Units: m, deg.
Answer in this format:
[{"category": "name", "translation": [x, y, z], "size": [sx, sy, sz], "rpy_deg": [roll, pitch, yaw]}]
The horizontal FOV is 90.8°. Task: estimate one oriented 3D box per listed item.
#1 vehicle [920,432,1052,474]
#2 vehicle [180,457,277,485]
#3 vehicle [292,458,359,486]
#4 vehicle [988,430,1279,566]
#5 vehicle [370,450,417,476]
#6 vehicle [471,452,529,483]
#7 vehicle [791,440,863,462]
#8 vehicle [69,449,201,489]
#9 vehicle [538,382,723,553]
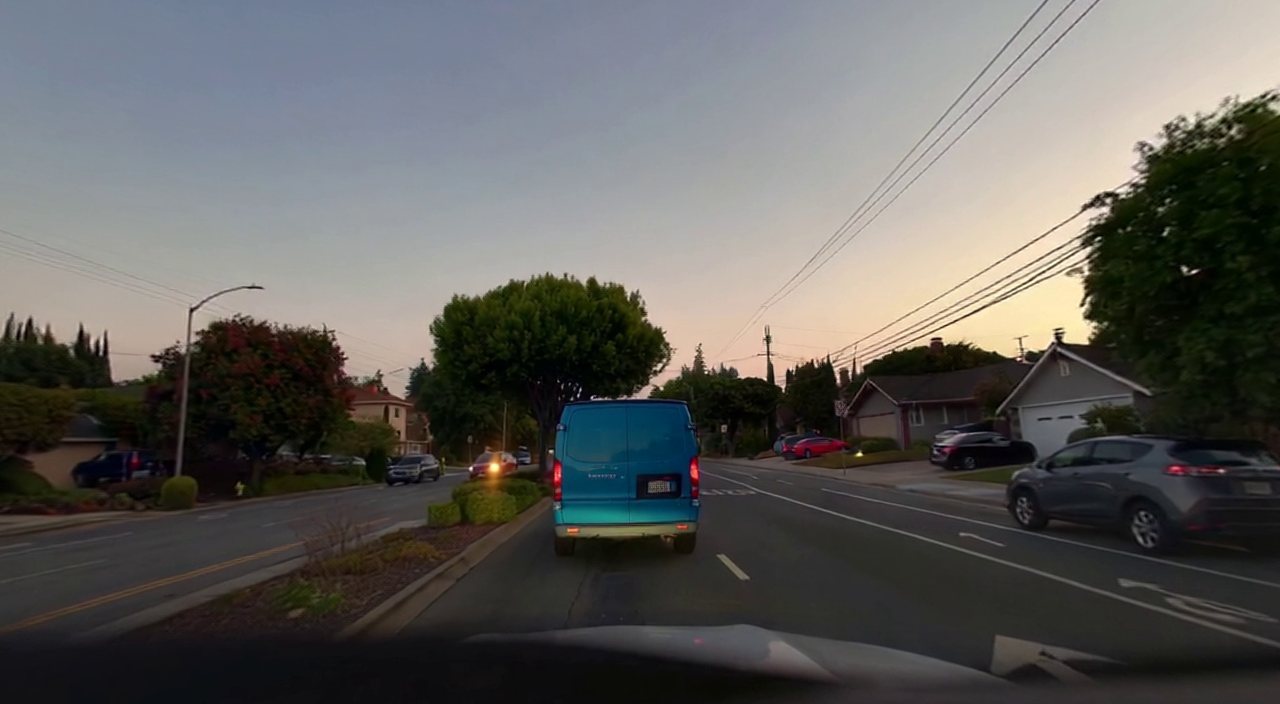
[{"category": "vehicle", "translation": [13.132, 3.843, 24.192], "size": [3.916, 1.517, 1.887], "rpy_deg": [0, -8, 0]}, {"category": "vehicle", "translation": [-27.370, 7.938, 42.188], "size": [4.972, 1.776, 2.057], "rpy_deg": [0, -9, -1]}, {"category": "vehicle", "translation": [-18.424, 7.047, 37.251], "size": [1.816, 1.445, 4.120], "rpy_deg": [0, -9, 0]}, {"category": "vehicle", "translation": [7.347, 1.966, 9.316], "size": [1.883, 1.504, 4.220], "rpy_deg": [0, -9, -2]}, {"category": "vehicle", "translation": [-17.991, 8.075, 46.336], "size": [1.841, 1.769, 4.105], "rpy_deg": [0, -9, -1]}, {"category": "vehicle", "translation": [-7.357, 6.103, 33.649], "size": [1.962, 1.481, 4.434], "rpy_deg": [0, -9, 2]}, {"category": "vehicle", "translation": [13.097, 6.953, 44.427], "size": [4.483, 1.463, 1.805], "rpy_deg": [0, -8, -1]}, {"category": "vehicle", "translation": [-26.896, 6.218, 33.801], "size": [5.026, 2.017, 2.215], "rpy_deg": [0, -9, -1]}, {"category": "vehicle", "translation": [-0.271, 1.815, 10.500], "size": [2.342, 2.142, 4.809], "rpy_deg": [0, -9, -4]}]
